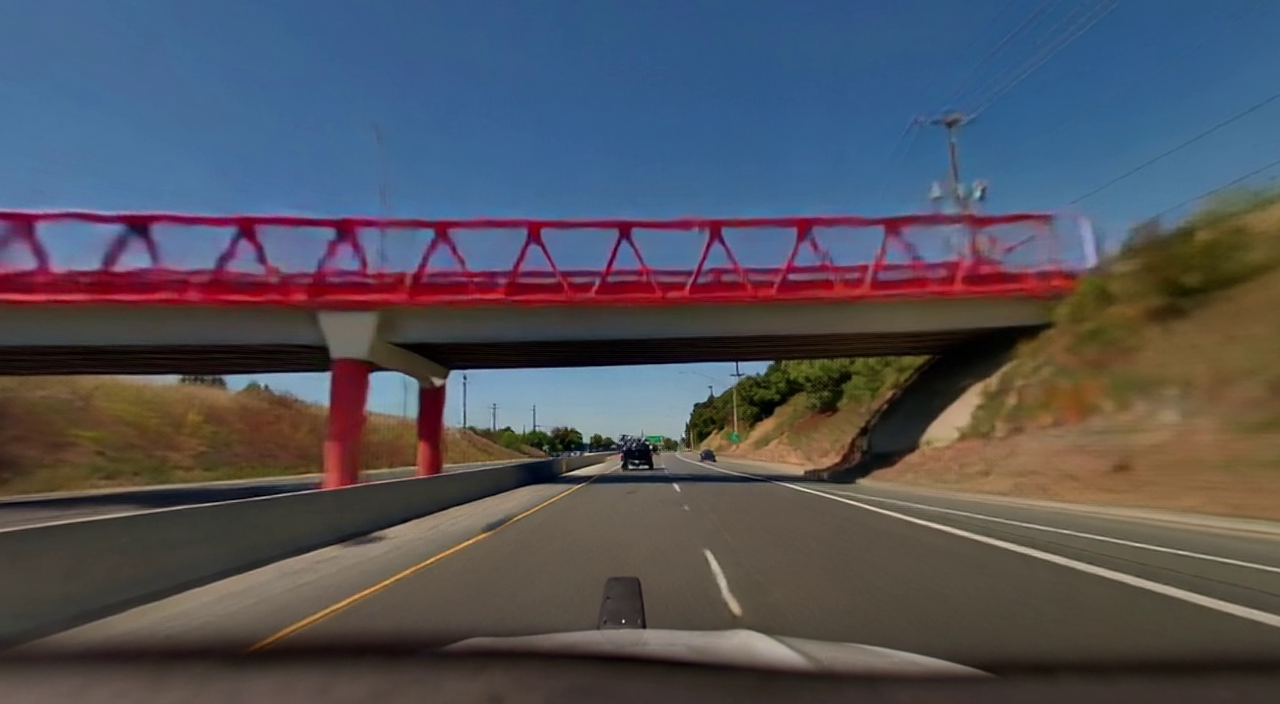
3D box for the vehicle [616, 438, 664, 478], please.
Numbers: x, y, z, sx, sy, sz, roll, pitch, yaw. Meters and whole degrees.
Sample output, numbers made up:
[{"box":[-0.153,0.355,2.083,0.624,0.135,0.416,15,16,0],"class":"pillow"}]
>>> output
[{"box":[0.061,5.657,33.829,2.369,1.948,5.343,0,-9,2],"class":"vehicle"}]
